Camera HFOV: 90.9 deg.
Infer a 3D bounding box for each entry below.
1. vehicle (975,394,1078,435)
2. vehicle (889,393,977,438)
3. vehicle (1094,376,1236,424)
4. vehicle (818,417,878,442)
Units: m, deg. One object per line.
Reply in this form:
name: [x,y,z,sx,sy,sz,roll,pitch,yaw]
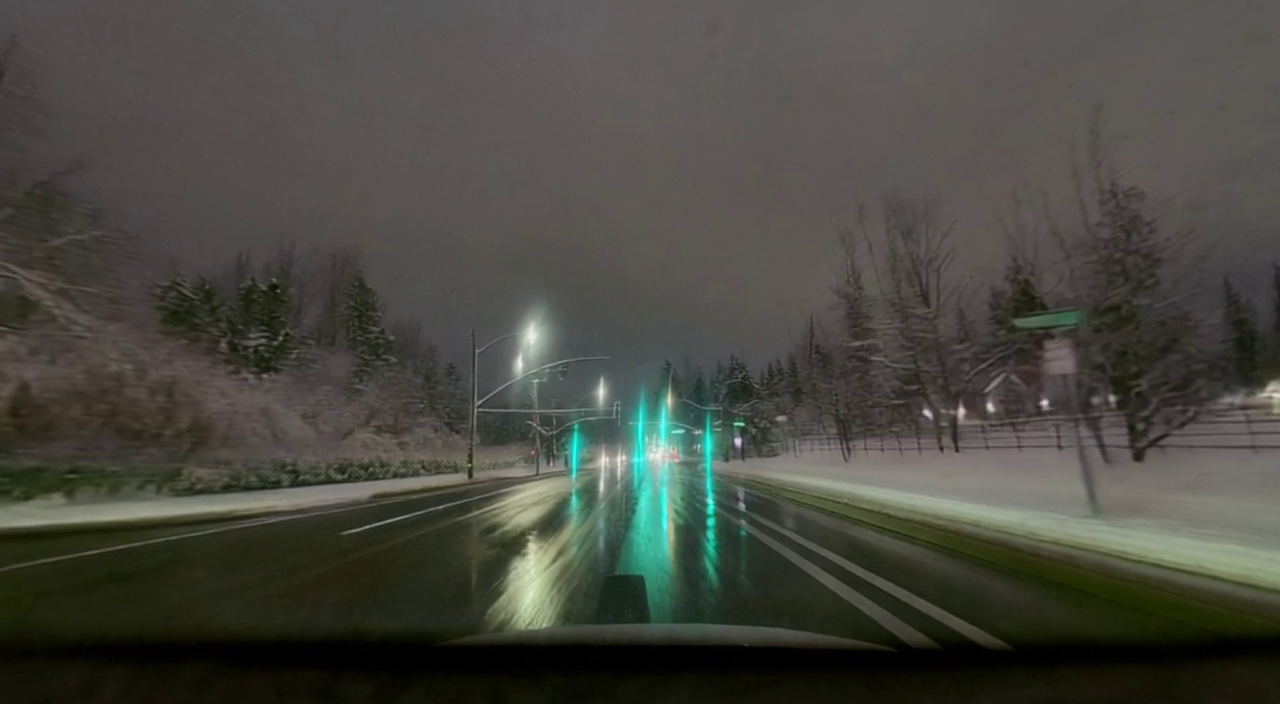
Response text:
vehicle: [19.034,3.197,31.391,1.896,1.622,5.024,-3,-10,0]
vehicle: [12.433,2.811,27.058,1.732,1.413,4.483,-4,-11,2]
vehicle: [18.985,1.826,23.038,1.673,1.449,3.879,0,-8,-3]
vehicle: [12.435,4.722,38.001,1.841,1.441,4.544,0,-8,-4]
